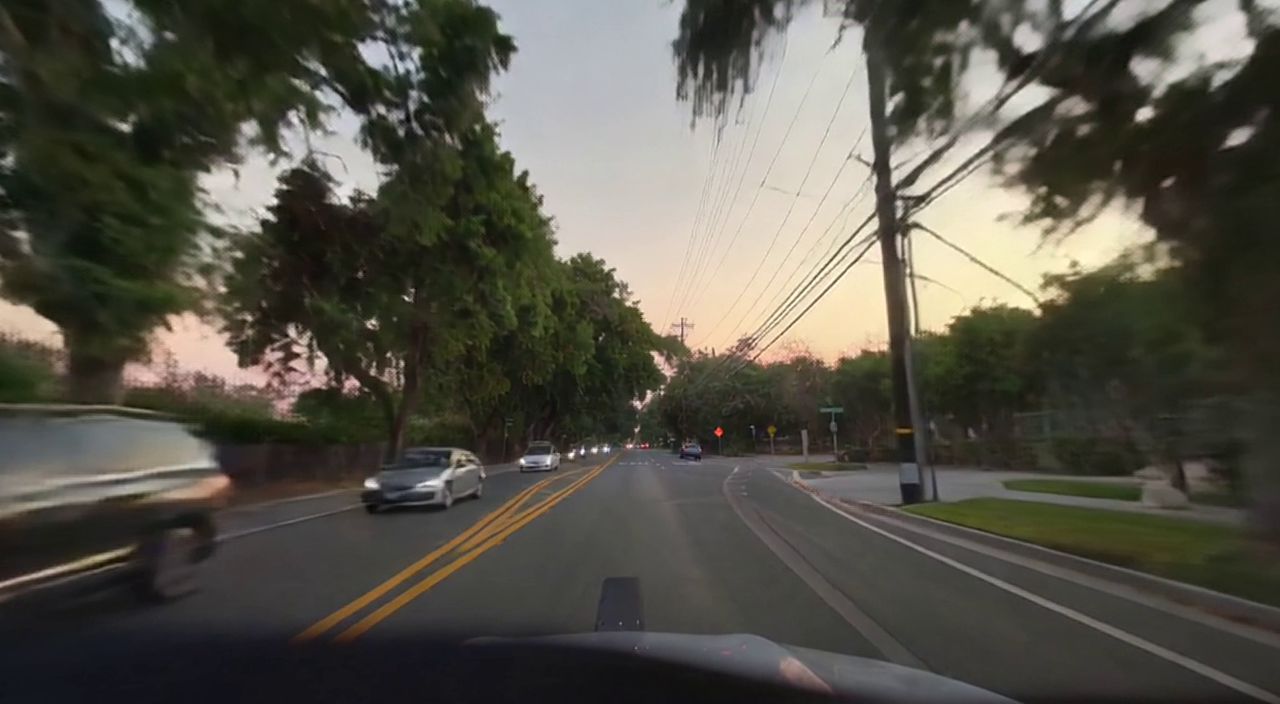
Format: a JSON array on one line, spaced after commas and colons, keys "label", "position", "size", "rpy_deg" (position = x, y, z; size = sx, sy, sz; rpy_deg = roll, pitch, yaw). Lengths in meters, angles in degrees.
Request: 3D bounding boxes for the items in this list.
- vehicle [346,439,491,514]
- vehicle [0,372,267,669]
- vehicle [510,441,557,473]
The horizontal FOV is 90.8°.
[{"label": "vehicle", "position": [-4.988, 2.864, 15.026], "size": [1.909, 1.463, 4.569], "rpy_deg": [0, -9, -2]}, {"label": "vehicle", "position": [-5.039, 1.121, 4.404], "size": [2.228, 1.792, 4.397], "rpy_deg": [0, -9, -1]}, {"label": "vehicle", "position": [-5.822, 5.812, 34.963], "size": [2.001, 1.616, 4.064], "rpy_deg": [0, -9, -1]}]
